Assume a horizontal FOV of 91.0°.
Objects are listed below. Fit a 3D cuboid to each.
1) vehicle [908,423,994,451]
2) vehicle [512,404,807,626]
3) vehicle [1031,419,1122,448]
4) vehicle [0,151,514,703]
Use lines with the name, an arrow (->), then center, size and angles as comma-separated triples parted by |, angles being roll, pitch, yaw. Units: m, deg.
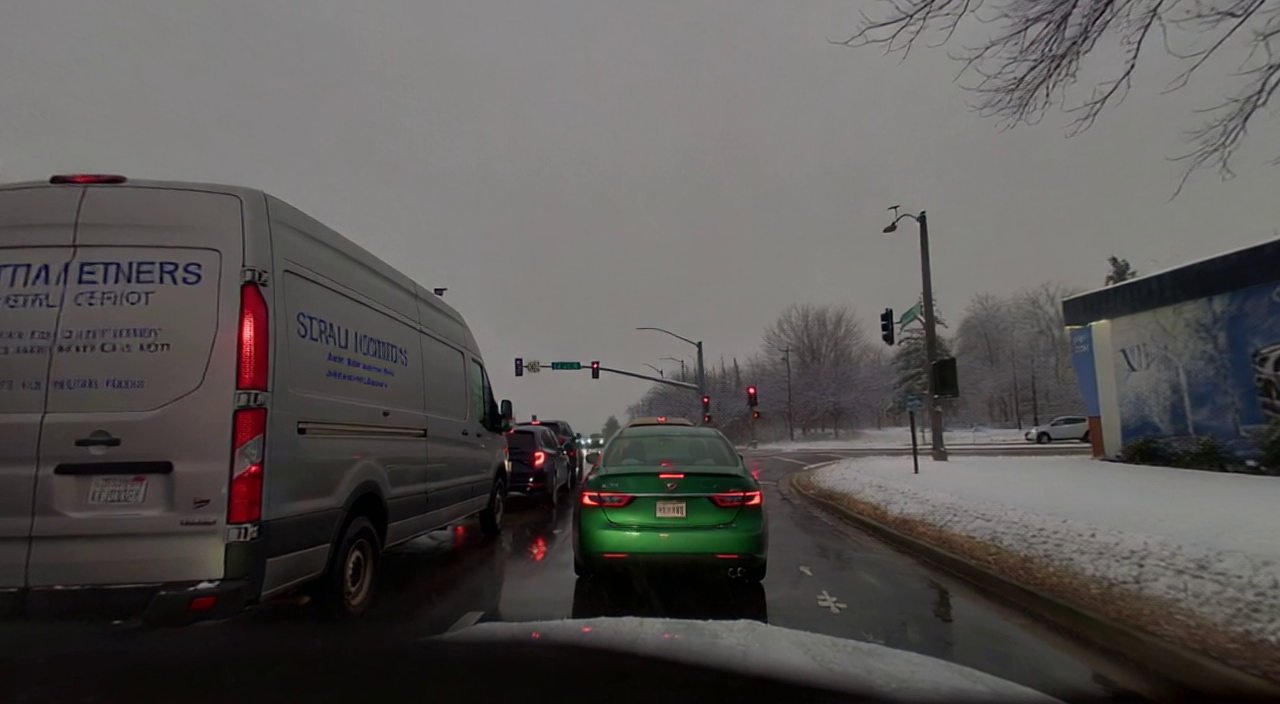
vehicle -> 21.944, 6.044, 44.542 | 5.021, 1.848, 2.210 | 1, -9, -9
vehicle -> 0.300, 1.636, 7.345 | 2.398, 1.773, 4.254 | -1, -8, 4
vehicle -> 31.993, 6.037, 46.191 | 5.084, 2.041, 2.360 | 2, -9, -9
vehicle -> -3.089, 0.875, 5.869 | 2.555, 3.035, 5.702 | 0, -8, 1
